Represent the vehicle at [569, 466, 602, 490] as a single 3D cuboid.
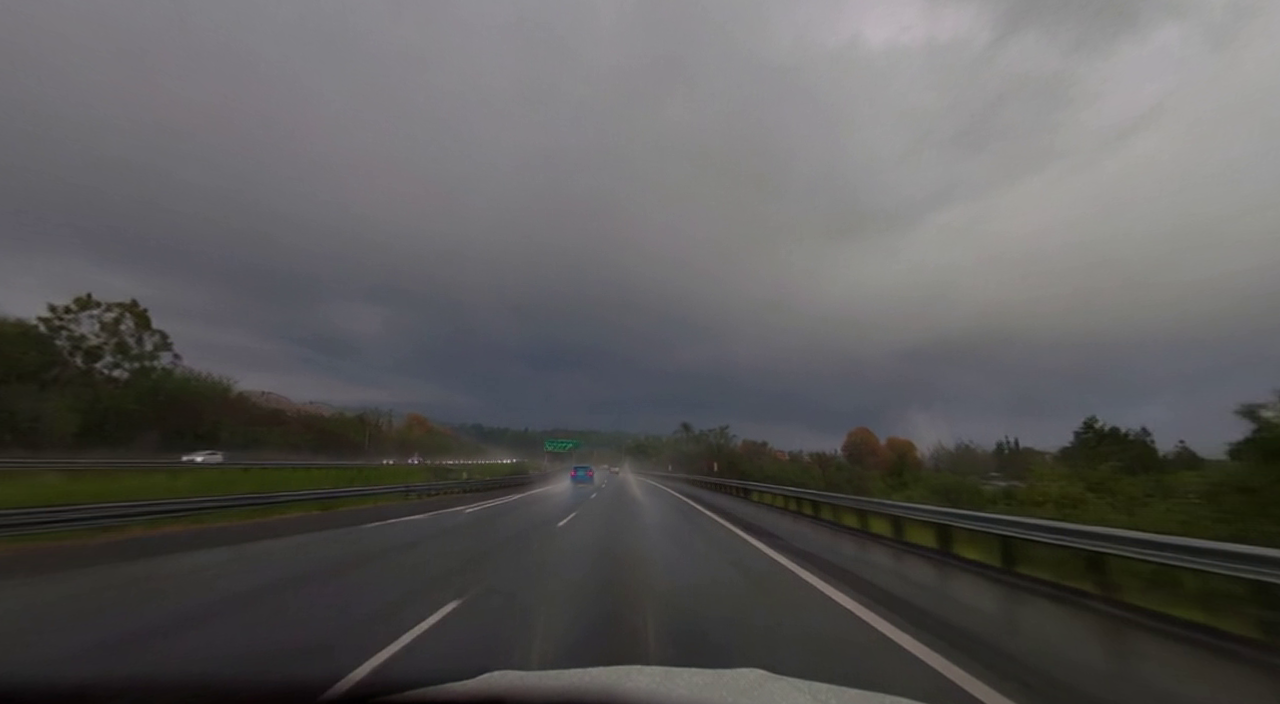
[{"bbox_3d":[-3.687,8.674,43.643,1.967,1.556,4.364,1,-10,-1],"label":"vehicle"}]
